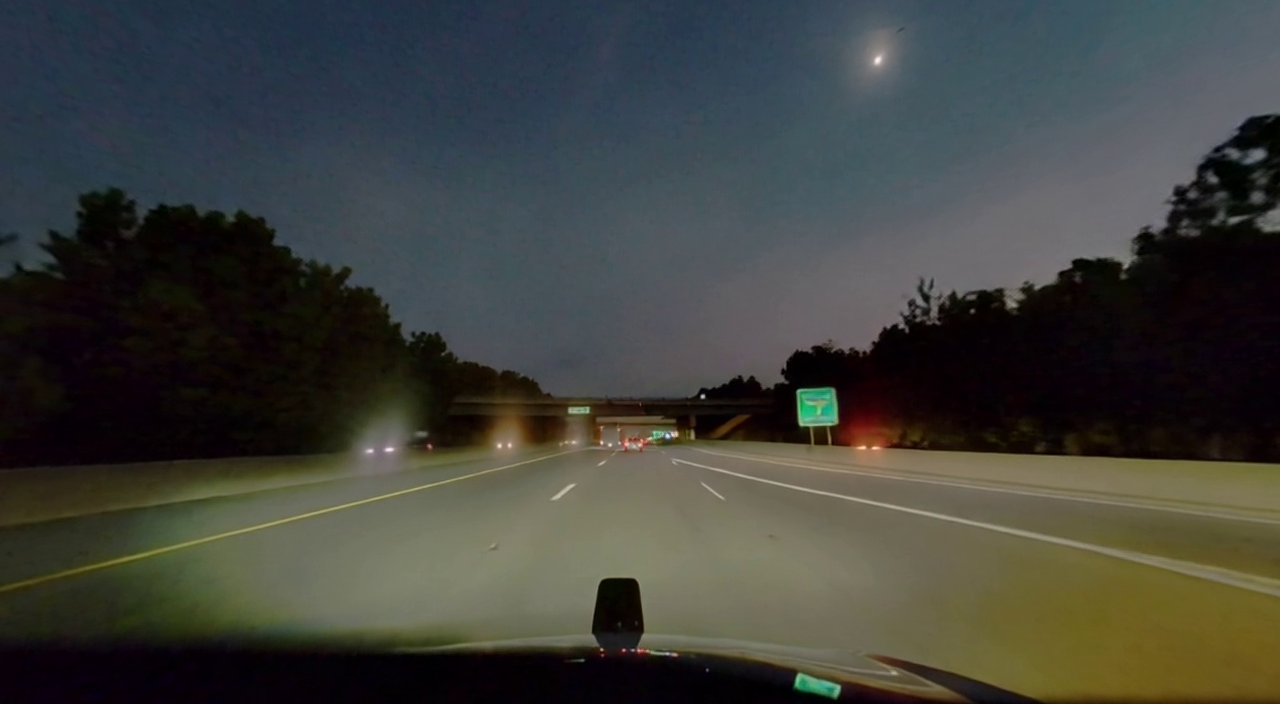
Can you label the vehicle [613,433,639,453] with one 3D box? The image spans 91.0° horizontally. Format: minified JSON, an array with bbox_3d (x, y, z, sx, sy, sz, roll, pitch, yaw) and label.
[{"bbox_3d":[-1.161,7.180,49.711,1.952,1.438,3.702,0,-8,-3],"label":"vehicle"}]
